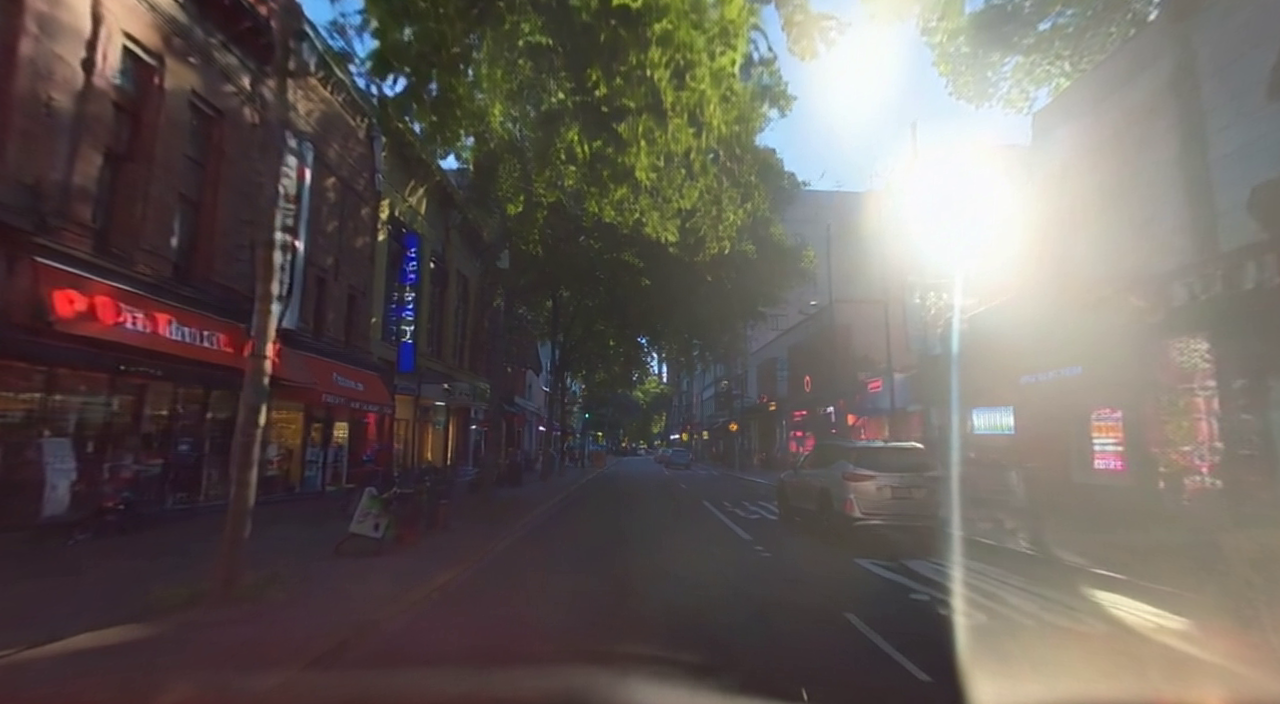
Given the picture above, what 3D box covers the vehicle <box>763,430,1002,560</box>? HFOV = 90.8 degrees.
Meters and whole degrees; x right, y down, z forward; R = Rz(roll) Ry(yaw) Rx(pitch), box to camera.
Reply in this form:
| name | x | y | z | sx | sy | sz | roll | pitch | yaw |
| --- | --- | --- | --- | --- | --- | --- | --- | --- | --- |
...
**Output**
| name | x | y | z | sx | sy | sz | roll | pitch | yaw |
| --- | --- | --- | --- | --- | --- | --- | --- | --- | --- |
| vehicle | 3.394 | 2.072 | 9.953 | 1.971 | 1.559 | 4.326 | 0 | -8 | -1 |
